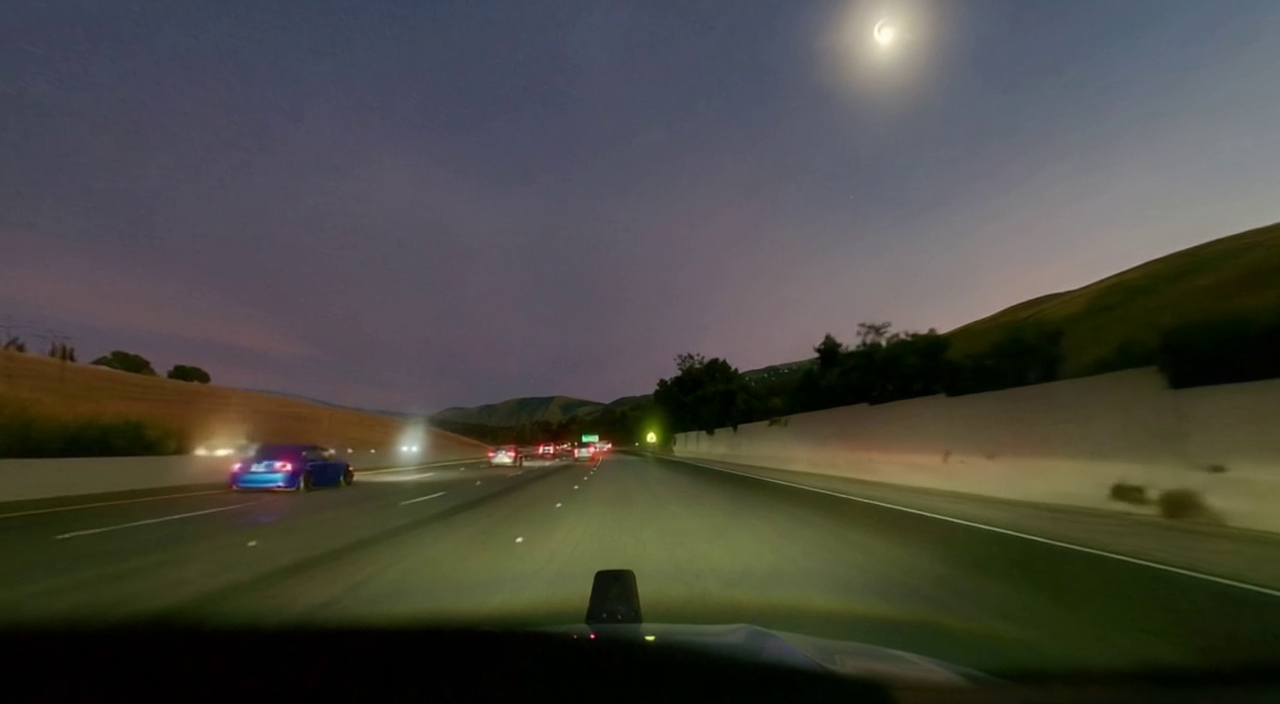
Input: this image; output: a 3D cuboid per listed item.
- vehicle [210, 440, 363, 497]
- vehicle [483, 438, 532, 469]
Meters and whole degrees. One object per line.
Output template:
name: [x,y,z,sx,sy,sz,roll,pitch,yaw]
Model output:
vehicle: [-10.401,3.444,19.112,1.949,1.475,4.740,0,-9,-1]
vehicle: [-8.015,6.224,38.765,2.074,1.768,4.805,0,-9,-2]
